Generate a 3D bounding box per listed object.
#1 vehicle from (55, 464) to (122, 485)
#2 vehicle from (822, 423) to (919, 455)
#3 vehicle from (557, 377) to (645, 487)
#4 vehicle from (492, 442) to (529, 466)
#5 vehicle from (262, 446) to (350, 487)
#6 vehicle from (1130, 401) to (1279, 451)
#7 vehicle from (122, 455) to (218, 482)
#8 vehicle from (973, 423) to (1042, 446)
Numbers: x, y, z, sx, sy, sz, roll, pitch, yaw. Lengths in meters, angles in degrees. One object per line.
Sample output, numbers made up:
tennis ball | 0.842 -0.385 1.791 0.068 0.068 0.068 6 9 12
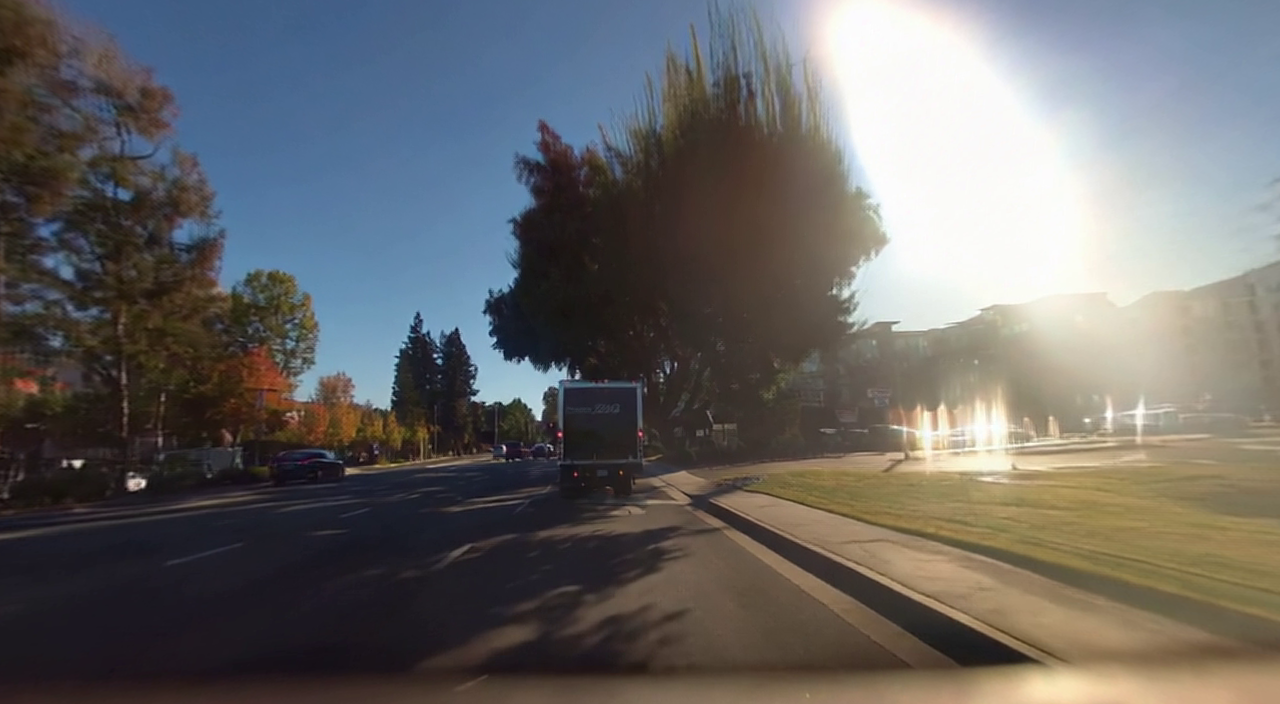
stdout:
vehicle | -42.027 9.308 47.876 1.645 1.416 3.497 -5 -10 36
vehicle | 11.994 4.562 32.875 4.321 1.579 1.823 1 -8 -3
vehicle | -1.556 3.316 25.382 2.905 3.644 8.807 1 -8 -3
vehicle | -9.994 7.923 48.784 2.095 1.759 4.433 0 -8 -2
vehicle | -14.957 5.109 28.370 1.958 1.672 4.283 1 -8 -6
vehicle | 25.424 3.246 27.665 5.850 2.049 2.317 0 -8 -5
vehicle | -36.656 9.112 49.076 5.452 1.994 2.312 0 -8 -3
vehicle | 24.166 5.445 41.293 3.537 1.393 1.581 1 -10 -5
